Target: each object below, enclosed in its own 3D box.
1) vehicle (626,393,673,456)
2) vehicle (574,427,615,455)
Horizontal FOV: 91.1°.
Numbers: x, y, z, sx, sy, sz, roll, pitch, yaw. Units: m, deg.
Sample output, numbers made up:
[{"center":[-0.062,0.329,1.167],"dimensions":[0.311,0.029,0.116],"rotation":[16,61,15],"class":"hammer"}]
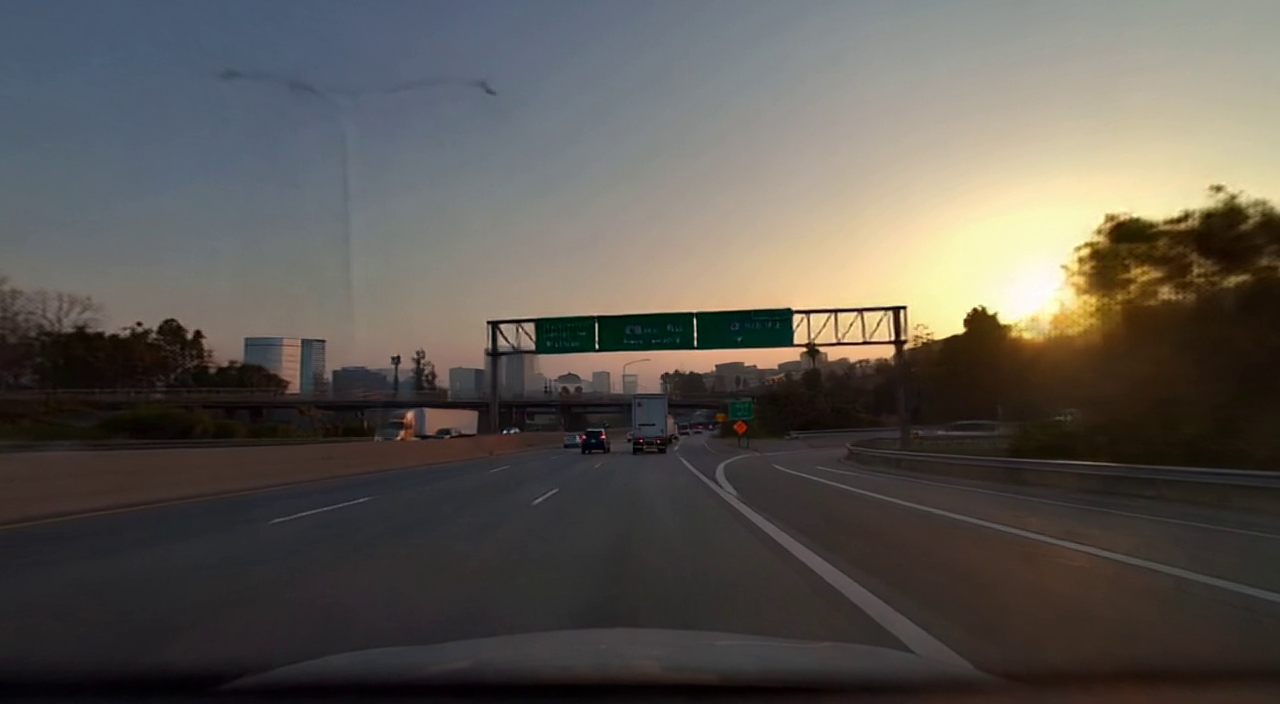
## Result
[{"center":[0.819,5.350,45.769],"dimensions":[3.024,4.019,10.605],"rotation":[0,-8,2],"class":"vehicle"},{"center":[-2.962,5.941,42.150],"dimensions":[2.119,1.787,4.655],"rotation":[0,-8,3],"class":"vehicle"}]
